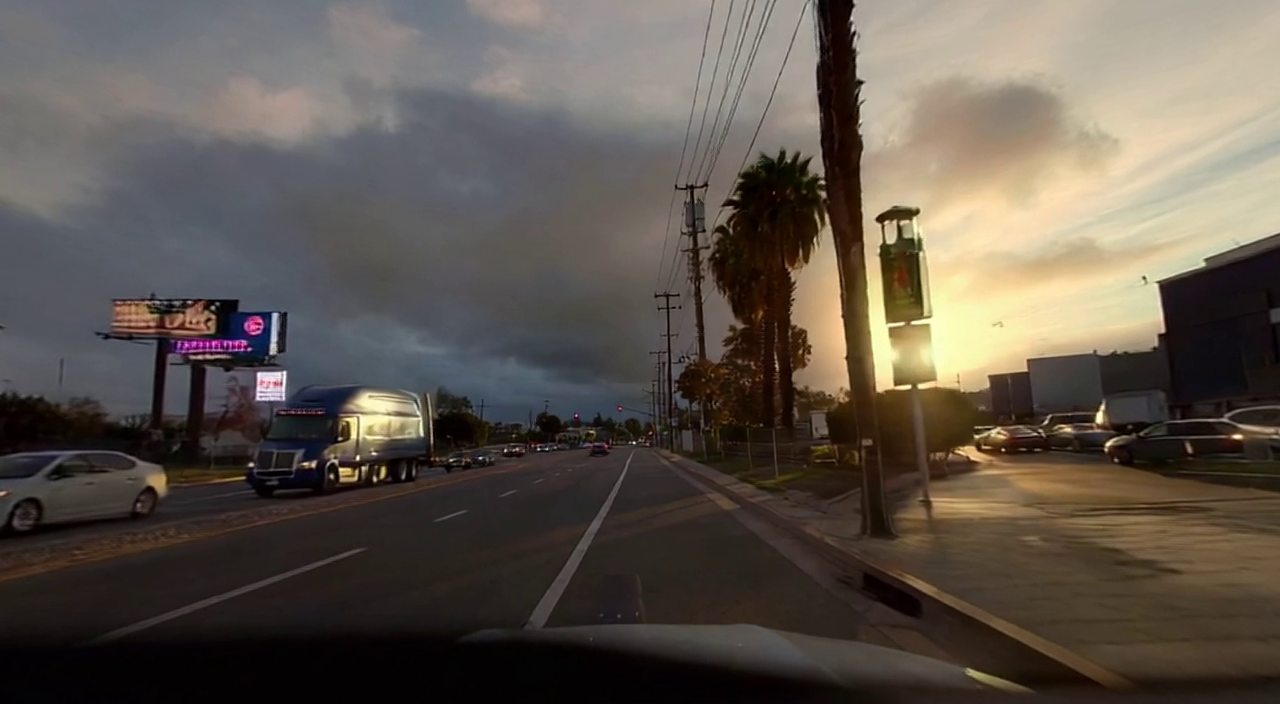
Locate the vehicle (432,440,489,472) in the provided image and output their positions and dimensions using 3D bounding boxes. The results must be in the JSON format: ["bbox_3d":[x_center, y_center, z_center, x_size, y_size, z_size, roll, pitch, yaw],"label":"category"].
[{"bbox_3d":[-10.505,6.094,37.355,2.004,1.745,4.445,-1,-8,1],"label":"vehicle"}]

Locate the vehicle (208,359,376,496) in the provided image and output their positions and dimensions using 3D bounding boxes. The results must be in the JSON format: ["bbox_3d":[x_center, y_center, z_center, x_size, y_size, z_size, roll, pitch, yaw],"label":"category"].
[{"bbox_3d":[-10.645,2.404,19.816,3.027,3.903,3.372,0,-9,1],"label":"vehicle"}]

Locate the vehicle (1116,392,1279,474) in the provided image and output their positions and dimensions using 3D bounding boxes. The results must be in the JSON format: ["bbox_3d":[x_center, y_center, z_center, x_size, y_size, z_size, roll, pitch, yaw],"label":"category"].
[{"bbox_3d":[15.307,2.245,16.657,2.052,1.837,4.750,-1,-10,4],"label":"vehicle"}]

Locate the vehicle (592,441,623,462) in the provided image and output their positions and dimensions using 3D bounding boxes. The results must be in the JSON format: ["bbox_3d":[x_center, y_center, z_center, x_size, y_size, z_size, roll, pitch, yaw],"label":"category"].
[{"bbox_3d":[-2.473,7.633,48.794,2.040,1.492,5.114,-1,-8,1],"label":"vehicle"}]

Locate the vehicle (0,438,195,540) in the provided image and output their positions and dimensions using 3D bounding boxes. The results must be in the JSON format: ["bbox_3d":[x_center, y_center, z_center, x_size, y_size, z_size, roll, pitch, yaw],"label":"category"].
[{"bbox_3d":[-10.599,2.534,11.383,1.919,1.512,4.443,-4,-13,0],"label":"vehicle"}]

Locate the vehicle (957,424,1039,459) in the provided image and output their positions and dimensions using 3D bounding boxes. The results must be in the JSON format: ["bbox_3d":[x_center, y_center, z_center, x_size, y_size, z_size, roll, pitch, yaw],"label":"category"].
[{"bbox_3d":[16.910,4.275,30.092,1.697,1.559,3.647,-1,-9,0],"label":"vehicle"}]

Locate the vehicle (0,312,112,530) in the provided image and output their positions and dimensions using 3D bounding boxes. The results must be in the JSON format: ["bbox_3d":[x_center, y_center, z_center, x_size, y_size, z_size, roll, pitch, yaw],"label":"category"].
[{"bbox_3d":[-13.735,0.418,5.995,2.876,4.151,17.071,-1,-8,0],"label":"vehicle"}]

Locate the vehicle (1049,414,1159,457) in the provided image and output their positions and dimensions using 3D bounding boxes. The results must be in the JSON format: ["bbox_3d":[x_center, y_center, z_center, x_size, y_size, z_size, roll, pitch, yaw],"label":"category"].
[{"bbox_3d":[22.237,4.074,30.630,2.010,1.871,4.913,-1,-9,6],"label":"vehicle"}]
